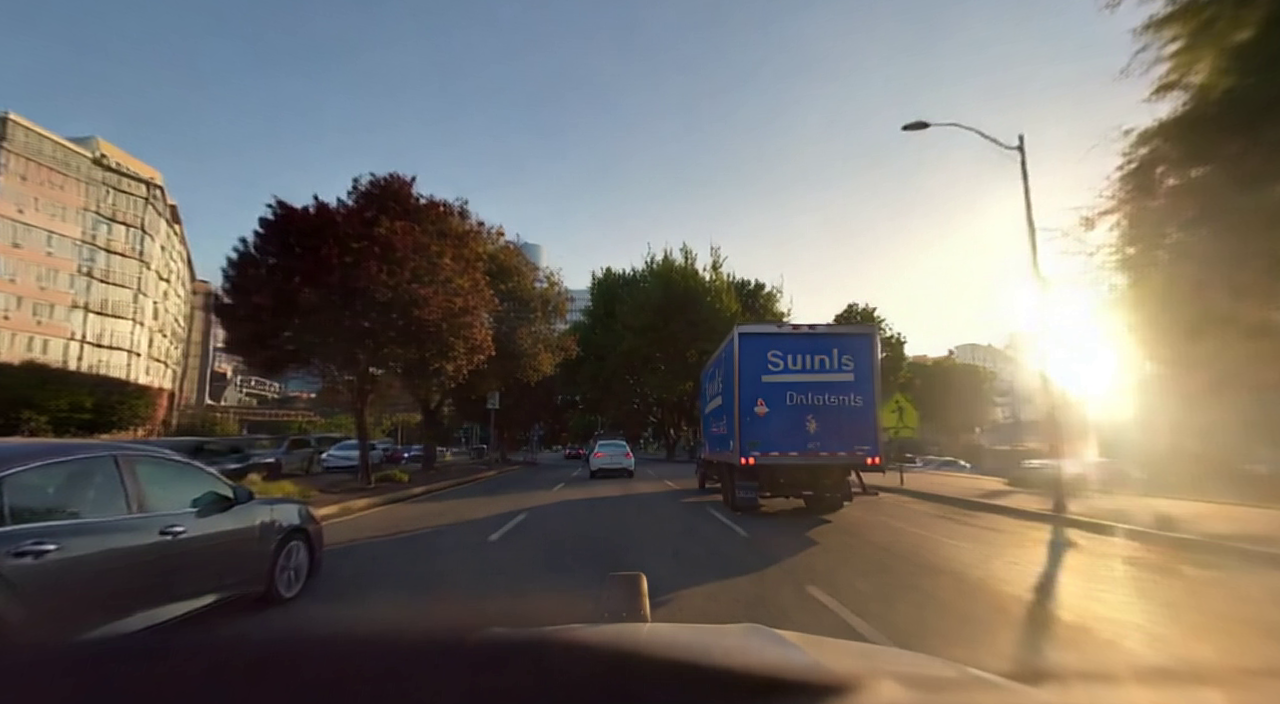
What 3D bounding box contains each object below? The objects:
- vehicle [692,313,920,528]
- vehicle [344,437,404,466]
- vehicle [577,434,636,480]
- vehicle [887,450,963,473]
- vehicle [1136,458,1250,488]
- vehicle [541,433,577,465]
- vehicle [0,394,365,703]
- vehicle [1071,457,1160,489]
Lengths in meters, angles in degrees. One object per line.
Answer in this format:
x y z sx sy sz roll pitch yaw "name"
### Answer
3.140 1.747 14.879 2.905 3.644 8.441 0 -9 -1 "vehicle"
-17.654 6.648 42.011 2.101 1.813 5.343 1 -9 -5 "vehicle"
-1.482 4.527 27.411 2.388 1.811 4.455 1 -9 -4 "vehicle"
19.680 7.531 43.348 4.684 1.477 2.079 4 -9 -24 "vehicle"
31.750 6.918 36.227 1.838 1.507 4.518 3 -9 -16 "vehicle"
-5.868 7.104 46.111 2.269 2.181 5.787 1 -9 -4 "vehicle"
-3.646 1.128 3.901 1.828 1.515 4.422 0 -9 0 "vehicle"
25.338 6.393 33.449 4.391 1.492 1.972 4 -10 -28 "vehicle"
